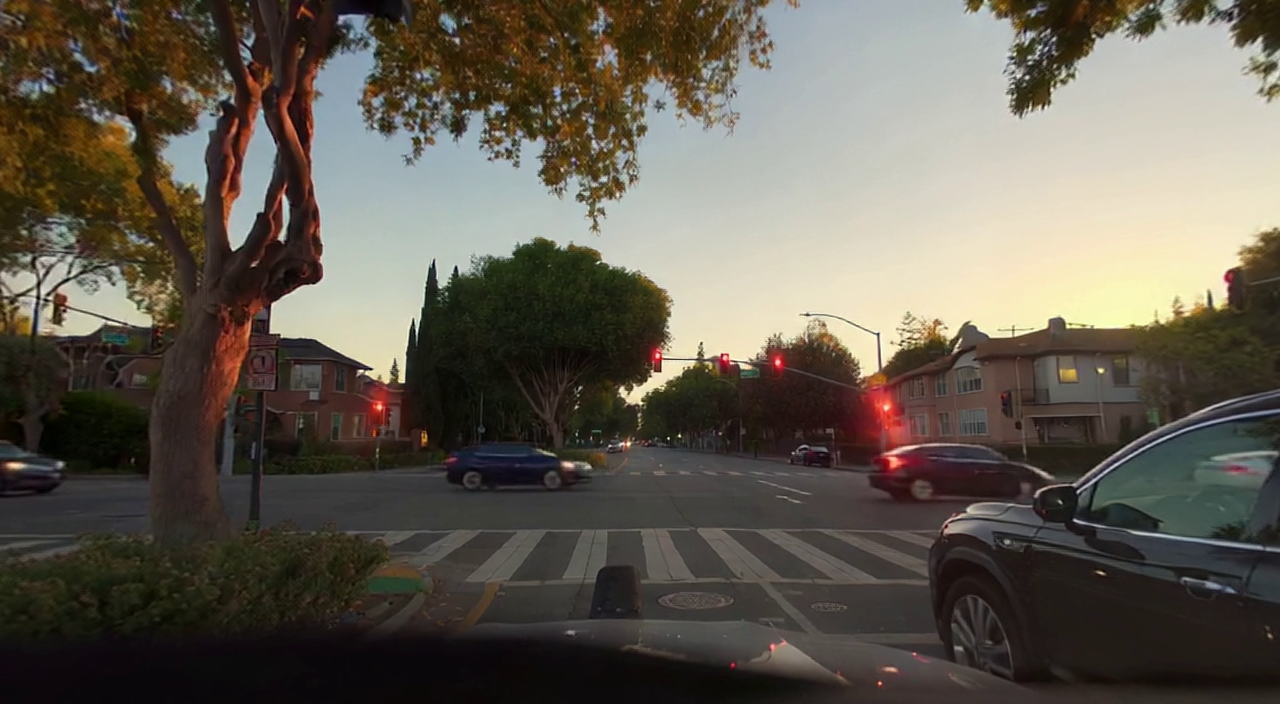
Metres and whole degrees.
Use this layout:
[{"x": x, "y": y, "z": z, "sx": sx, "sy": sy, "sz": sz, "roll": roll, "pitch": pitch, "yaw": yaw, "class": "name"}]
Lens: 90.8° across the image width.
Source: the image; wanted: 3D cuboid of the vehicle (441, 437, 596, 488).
[{"x": -3.738, "y": 3.490, "z": 20.111, "sx": 4.537, "sy": 1.501, "sz": 1.950, "roll": 0, "pitch": -9, "yaw": -1, "class": "vehicle"}]

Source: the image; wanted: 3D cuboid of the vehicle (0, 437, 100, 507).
[{"x": -17.226, "y": 3.078, "z": 16.481, "sx": 4.332, "sy": 1.682, "sz": 2.025, "roll": 0, "pitch": -9, "yaw": -1, "class": "vehicle"}]

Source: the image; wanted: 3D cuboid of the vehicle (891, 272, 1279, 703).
[{"x": 2.715, "y": 0.712, "z": 1.718, "sx": 2.085, "sy": 1.800, "sz": 4.908, "roll": 0, "pitch": -9, "yaw": 1, "class": "vehicle"}]

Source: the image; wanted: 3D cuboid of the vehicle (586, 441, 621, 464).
[{"x": -2.392, "y": 6.712, "z": 42.263, "sx": 2.046, "sy": 1.491, "sz": 4.118, "roll": 0, "pitch": -9, "yaw": 1, "class": "vehicle"}]
